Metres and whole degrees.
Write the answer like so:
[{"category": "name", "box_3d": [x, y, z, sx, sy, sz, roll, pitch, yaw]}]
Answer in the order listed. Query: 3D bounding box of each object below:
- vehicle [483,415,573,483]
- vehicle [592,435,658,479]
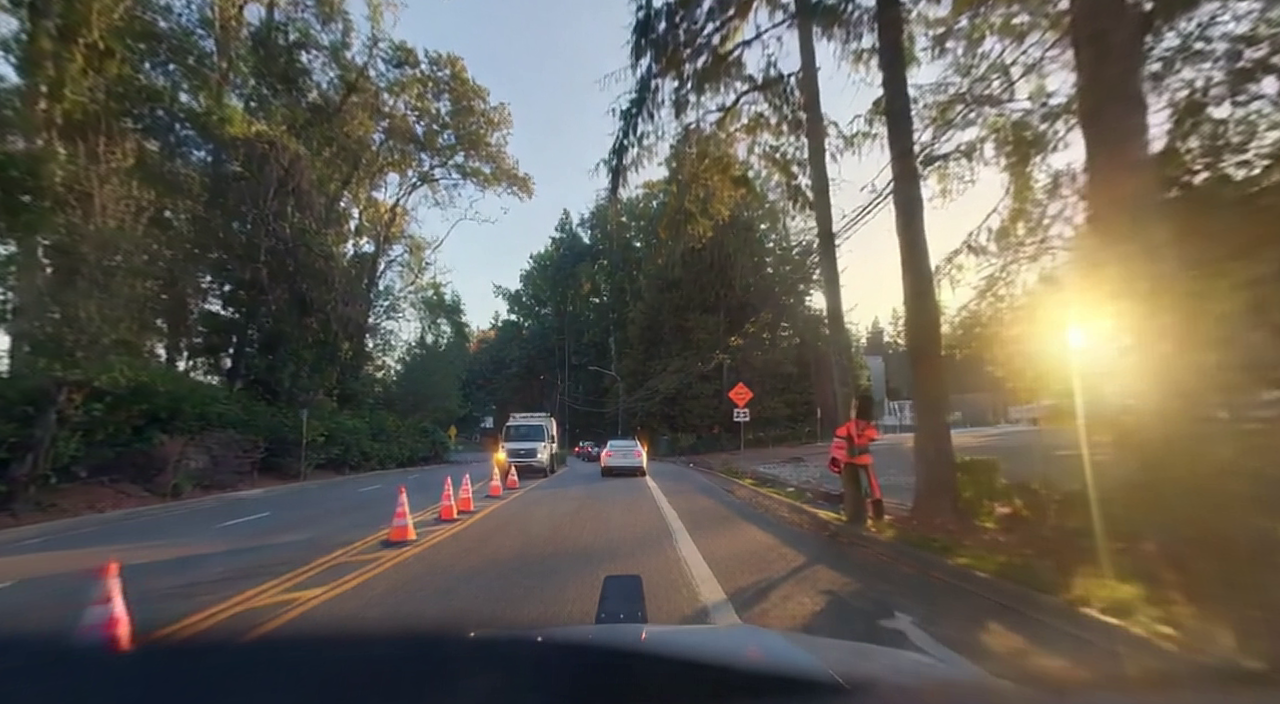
[{"category": "vehicle", "box_3d": [-3.730, 3.416, 22.384, 2.671, 2.053, 6.074, 1, -9, -6]}, {"category": "vehicle", "box_3d": [-0.584, 3.809, 23.180, 2.186, 1.463, 4.356, 0, -8, -3]}]
